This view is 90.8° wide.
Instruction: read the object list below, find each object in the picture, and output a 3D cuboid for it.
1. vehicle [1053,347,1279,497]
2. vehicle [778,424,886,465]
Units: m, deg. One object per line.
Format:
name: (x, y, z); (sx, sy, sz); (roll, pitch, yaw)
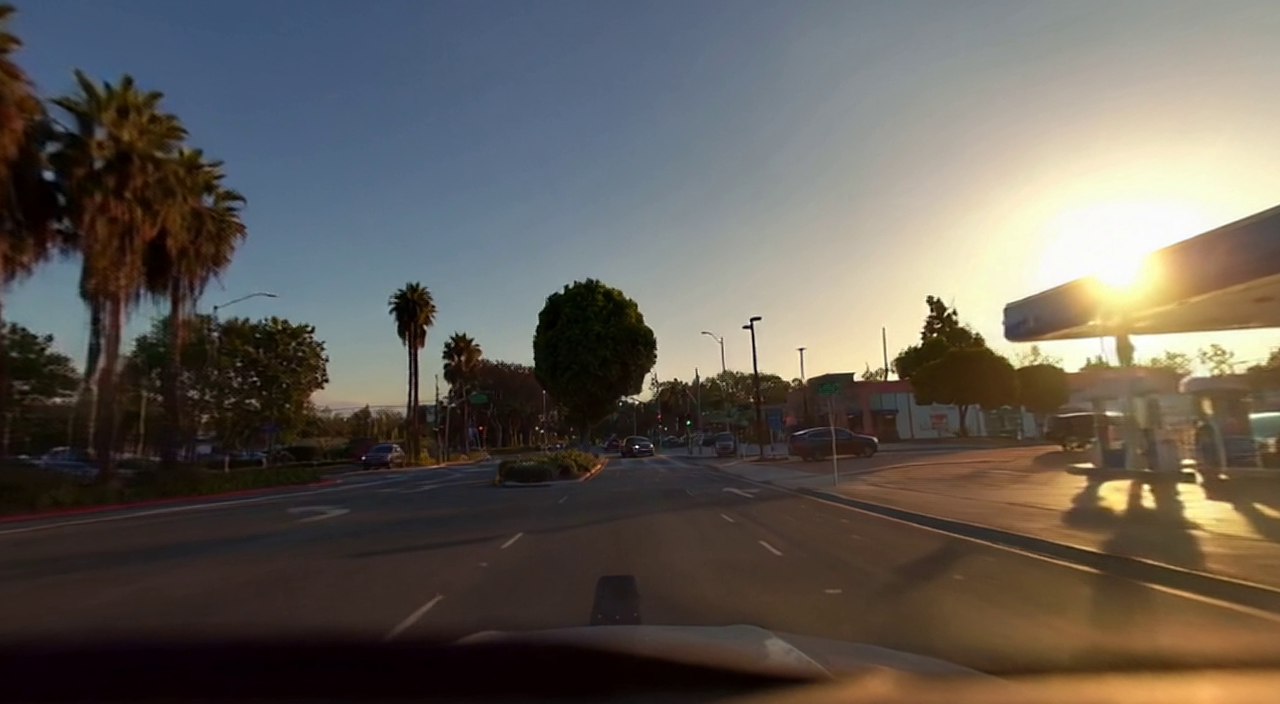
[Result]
vehicle: (13.451, 1.467, 12.883); (2.944, 2.783, 10.332); (0, -9, -1)
vehicle: (10.651, 5.104, 34.791); (6.059, 2.082, 2.703); (7, -11, -39)
